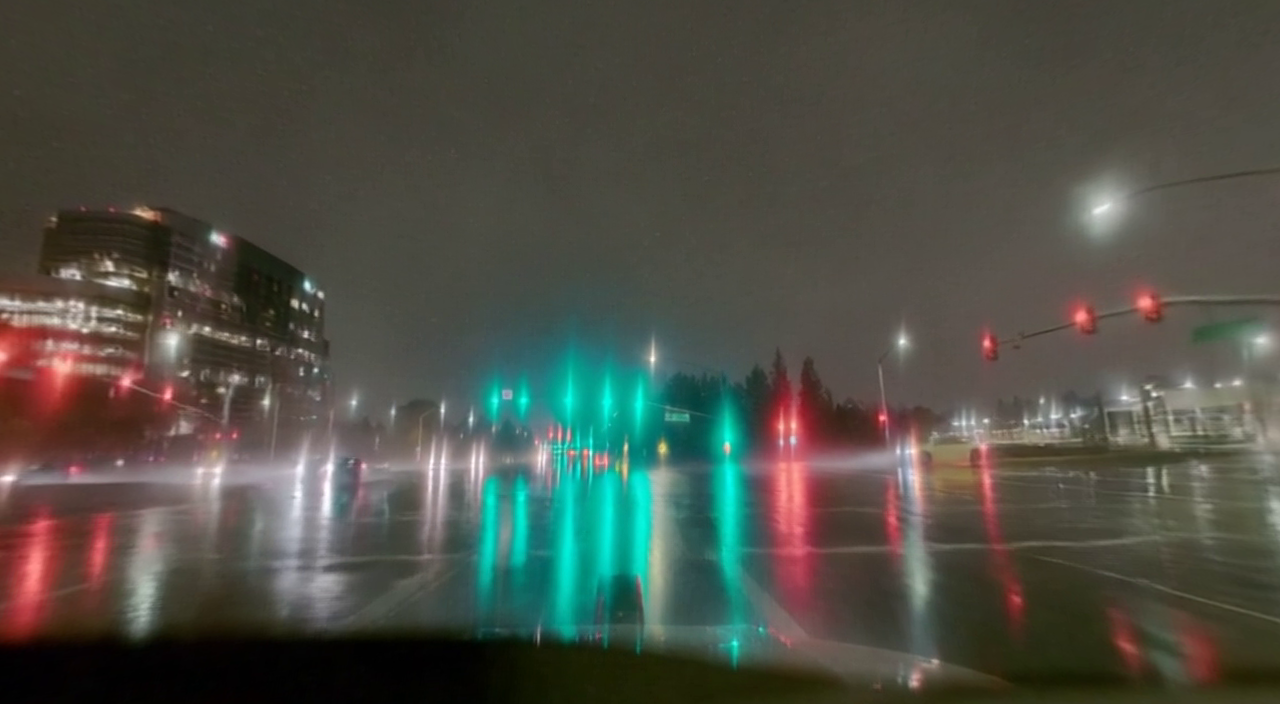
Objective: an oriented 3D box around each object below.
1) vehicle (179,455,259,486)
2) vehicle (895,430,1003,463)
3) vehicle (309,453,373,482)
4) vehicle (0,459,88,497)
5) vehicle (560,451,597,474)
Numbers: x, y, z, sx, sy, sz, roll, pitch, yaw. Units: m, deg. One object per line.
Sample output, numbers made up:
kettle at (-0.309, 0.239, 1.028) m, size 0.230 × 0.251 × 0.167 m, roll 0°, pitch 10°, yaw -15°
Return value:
vehicle at (-25.594, 7.188, 38.574) m, size 1.877 × 1.640 × 4.337 m, roll 0°, pitch -8°, yaw 0°
vehicle at (17.740, 5.460, 36.487) m, size 5.003 × 1.786 × 2.369 m, roll 0°, pitch -8°, yaw -2°
vehicle at (-18.590, 7.185, 39.549) m, size 1.864 × 1.678 × 4.288 m, roll 0°, pitch -8°, yaw 1°
vehicle at (-28.967, 5.933, 30.009) m, size 1.789 × 1.579 × 4.026 m, roll 0°, pitch -8°, yaw 0°
vehicle at (-4.131, 7.491, 43.171) m, size 2.073 × 1.445 × 4.151 m, roll 0°, pitch -8°, yaw 0°
